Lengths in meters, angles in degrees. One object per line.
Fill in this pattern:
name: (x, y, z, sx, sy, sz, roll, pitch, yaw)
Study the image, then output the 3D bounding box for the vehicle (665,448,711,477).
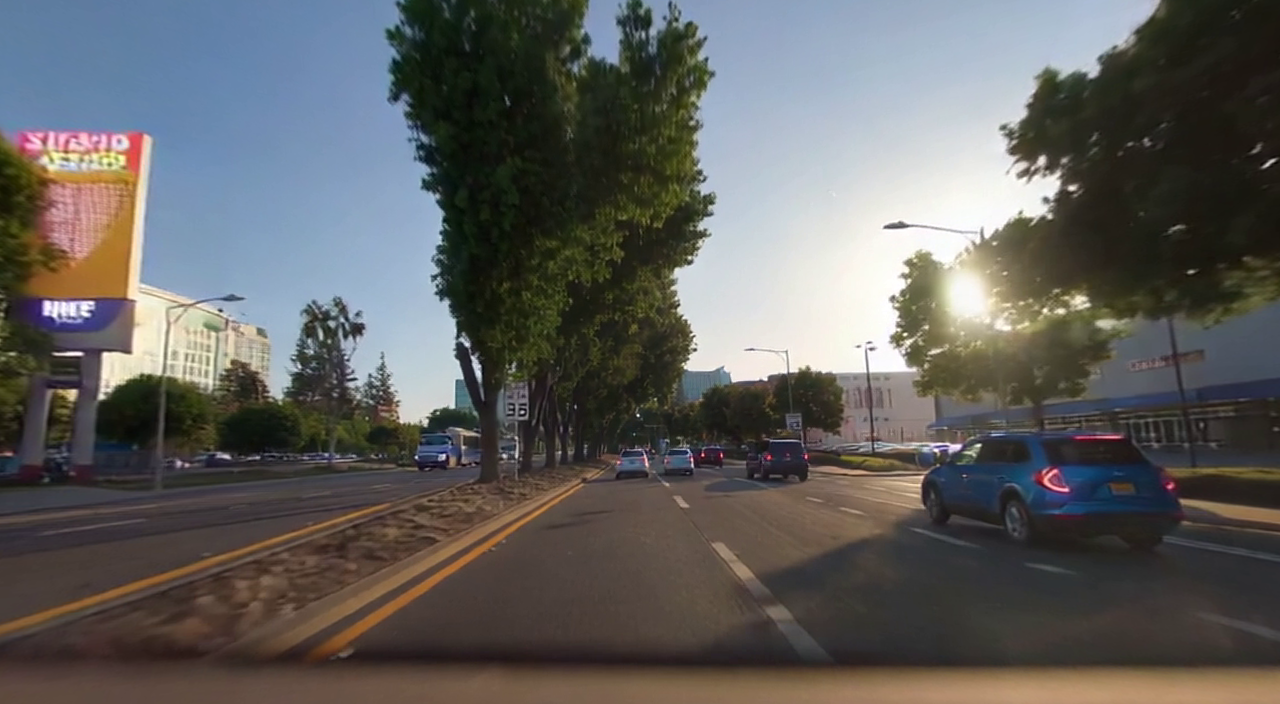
vehicle: (2.416, 5.646, 32.570, 1.970, 1.402, 3.756, 0, -9, -2)

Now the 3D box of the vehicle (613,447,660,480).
vehicle: (-0.176, 5.137, 29.409, 2.056, 1.440, 3.798, 0, -9, -1)

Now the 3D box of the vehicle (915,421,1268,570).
vehicle: (5.981, 1.922, 9.230, 1.949, 1.647, 4.261, 0, -9, 0)

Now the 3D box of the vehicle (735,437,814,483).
vehicle: (5.645, 4.607, 27.201, 2.140, 1.811, 4.593, 0, -9, -3)
